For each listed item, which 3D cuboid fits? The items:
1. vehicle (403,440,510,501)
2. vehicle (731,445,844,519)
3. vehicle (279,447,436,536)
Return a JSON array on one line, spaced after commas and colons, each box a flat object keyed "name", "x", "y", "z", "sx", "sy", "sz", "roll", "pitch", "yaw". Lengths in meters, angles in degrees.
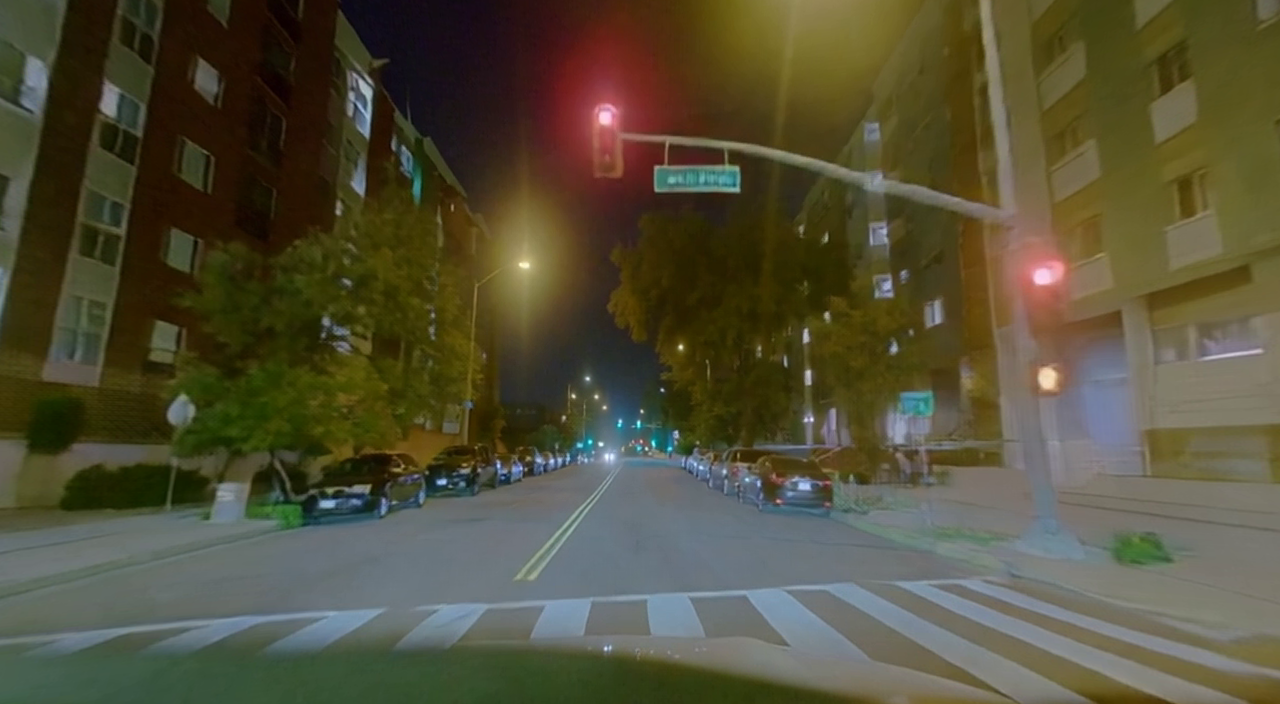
[{"name": "vehicle", "x": -6.242, "y": 4.064, "z": 22.194, "sx": 2.175, "sy": 1.849, "sz": 4.725, "roll": -2, "pitch": -8, "yaw": 3}, {"name": "vehicle", "x": 3.738, "y": 3.340, "z": 16.914, "sx": 1.924, "sy": 1.657, "sz": 4.665, "roll": 0, "pitch": -8, "yaw": 1}, {"name": "vehicle", "x": -6.525, "y": 3.192, "z": 15.188, "sx": 1.763, "sy": 1.612, "sz": 4.462, "roll": -5, "pitch": -8, "yaw": -1}]
